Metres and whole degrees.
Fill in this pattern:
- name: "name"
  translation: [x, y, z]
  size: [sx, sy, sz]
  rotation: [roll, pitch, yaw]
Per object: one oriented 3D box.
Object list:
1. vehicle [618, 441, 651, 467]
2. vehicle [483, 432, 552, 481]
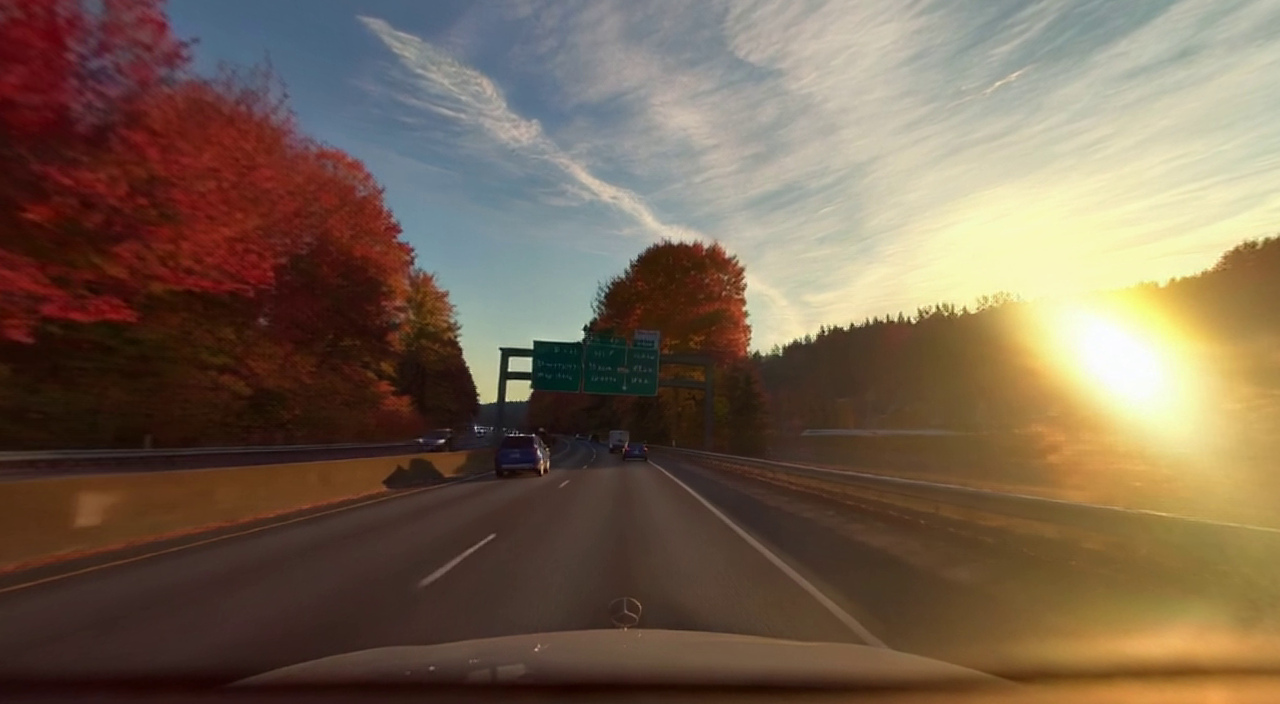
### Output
- name: "vehicle"
  translation: [-0.394, 6.255, 38.862]
  size: [1.939, 1.497, 3.863]
  rotation: [0, -8, -1]
- name: "vehicle"
  translation: [-4.710, 4.064, 24.752]
  size: [1.924, 1.720, 4.195]
  rotation: [0, -8, -1]
